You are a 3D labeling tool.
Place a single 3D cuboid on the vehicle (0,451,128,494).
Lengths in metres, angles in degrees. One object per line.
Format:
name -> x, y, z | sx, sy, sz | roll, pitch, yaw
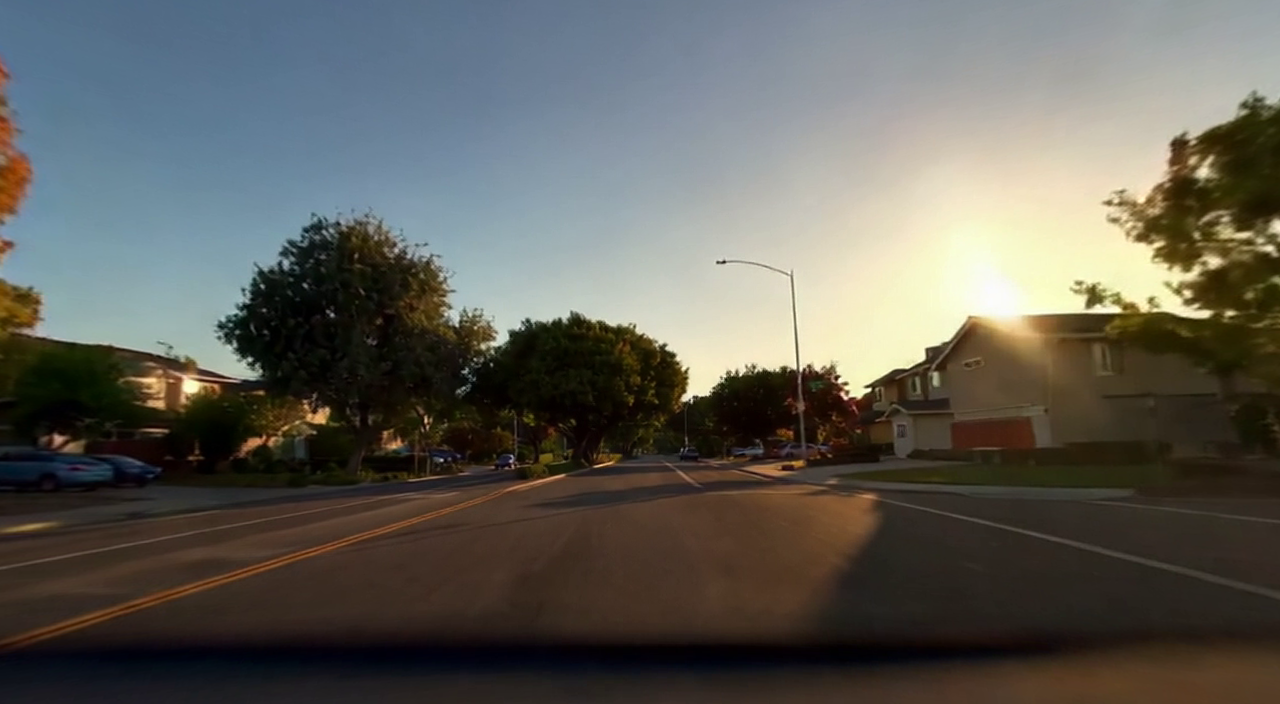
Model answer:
vehicle -> -22.760, 4.573, 24.111 | 4.486, 1.509, 2.189 | 0, -8, 1
